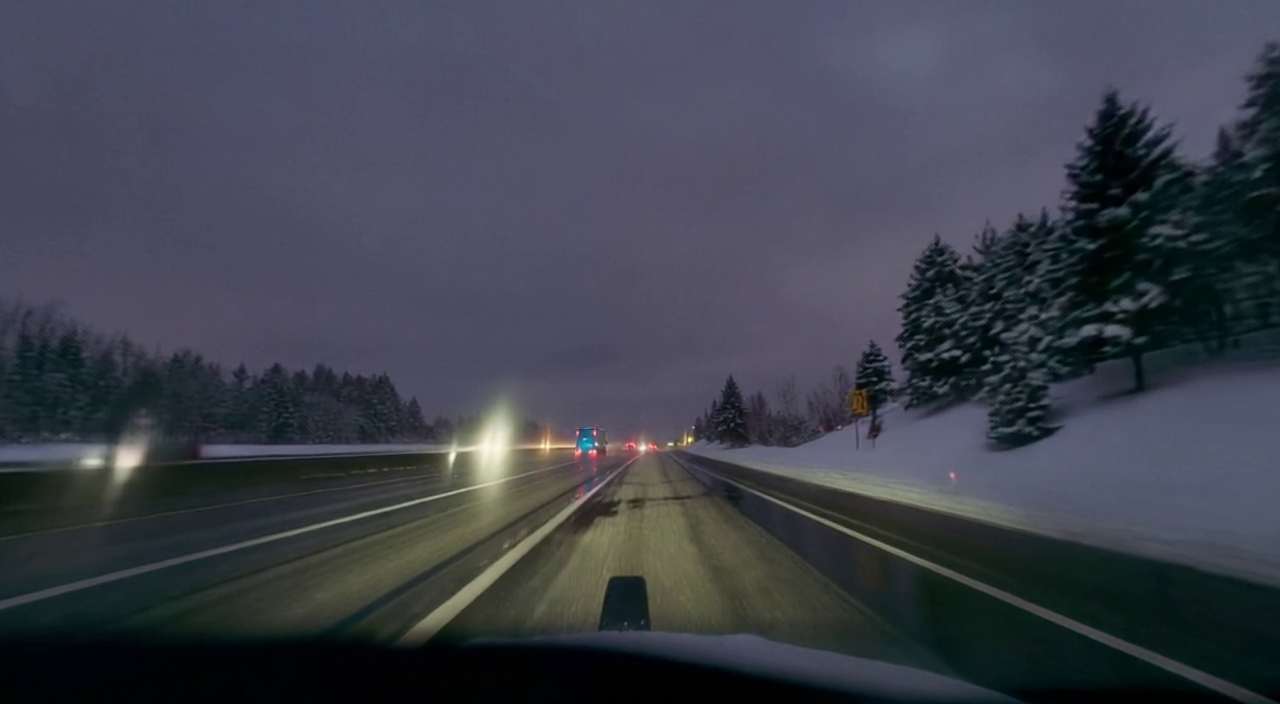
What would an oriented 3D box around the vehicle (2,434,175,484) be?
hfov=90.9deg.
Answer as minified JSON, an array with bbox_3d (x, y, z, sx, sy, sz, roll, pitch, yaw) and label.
[{"bbox_3d":[-19.619,3.810,22.784,1.918,1.593,4.638,0,-8,2],"label":"vehicle"}]
